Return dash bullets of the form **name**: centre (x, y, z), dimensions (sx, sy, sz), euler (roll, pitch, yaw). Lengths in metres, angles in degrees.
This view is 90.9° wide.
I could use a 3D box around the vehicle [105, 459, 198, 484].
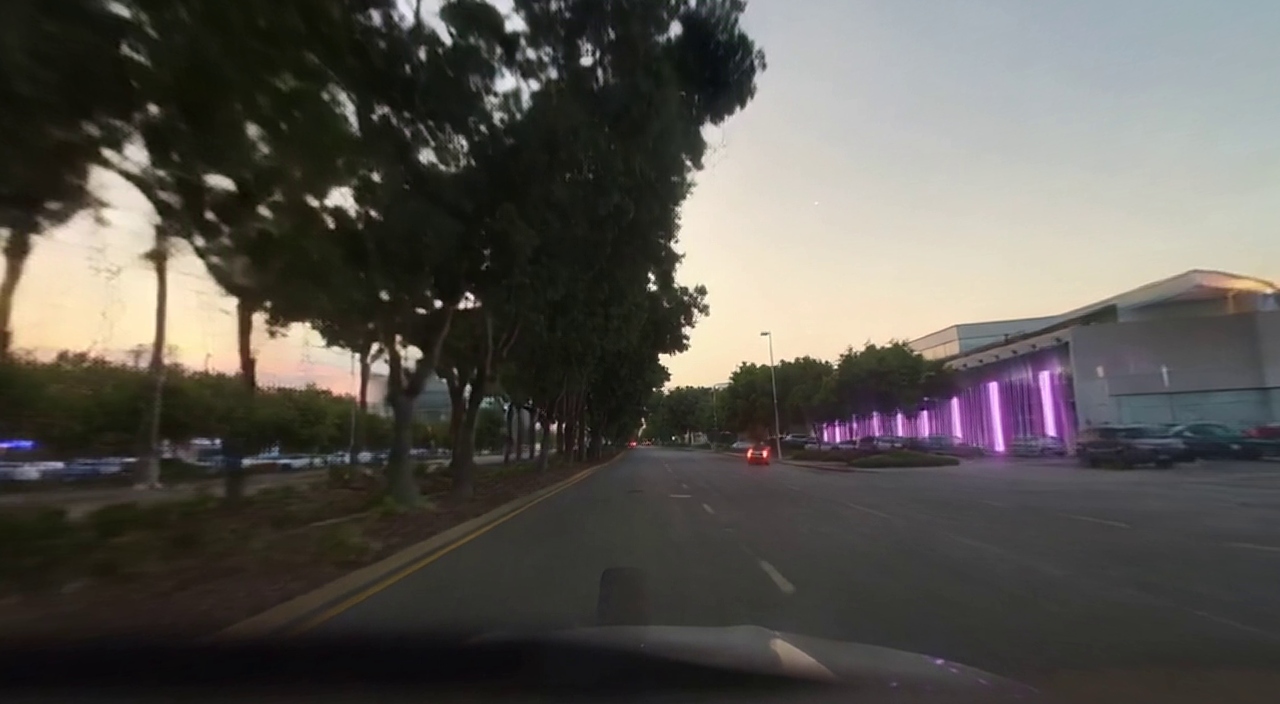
- **vehicle**: centre (-31.188, 7.617, 40.413), dimensions (4.320, 1.463, 1.827), euler (4, -9, -25)
